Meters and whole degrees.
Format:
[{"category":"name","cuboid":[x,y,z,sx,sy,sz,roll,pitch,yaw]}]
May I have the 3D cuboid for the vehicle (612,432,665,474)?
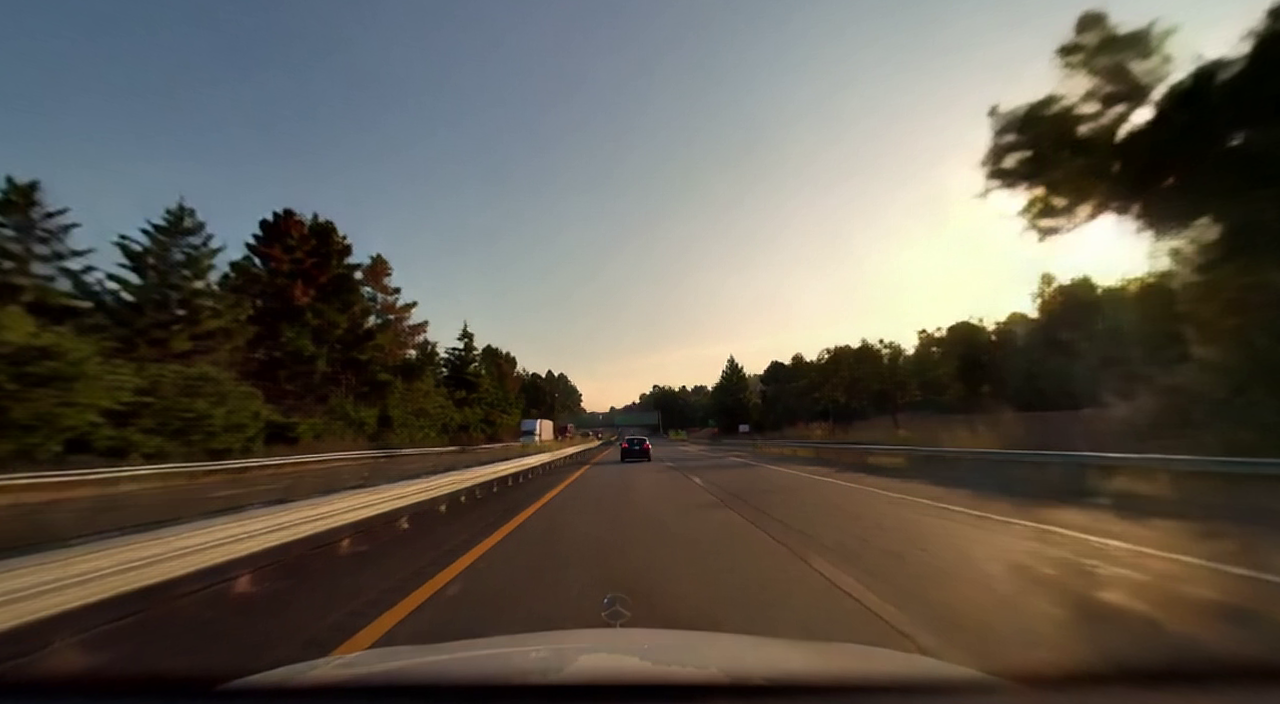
[{"category":"vehicle","cuboid":[-0.088,3.856,24.276,1.897,1.479,3.724,0,-8,-1]}]
